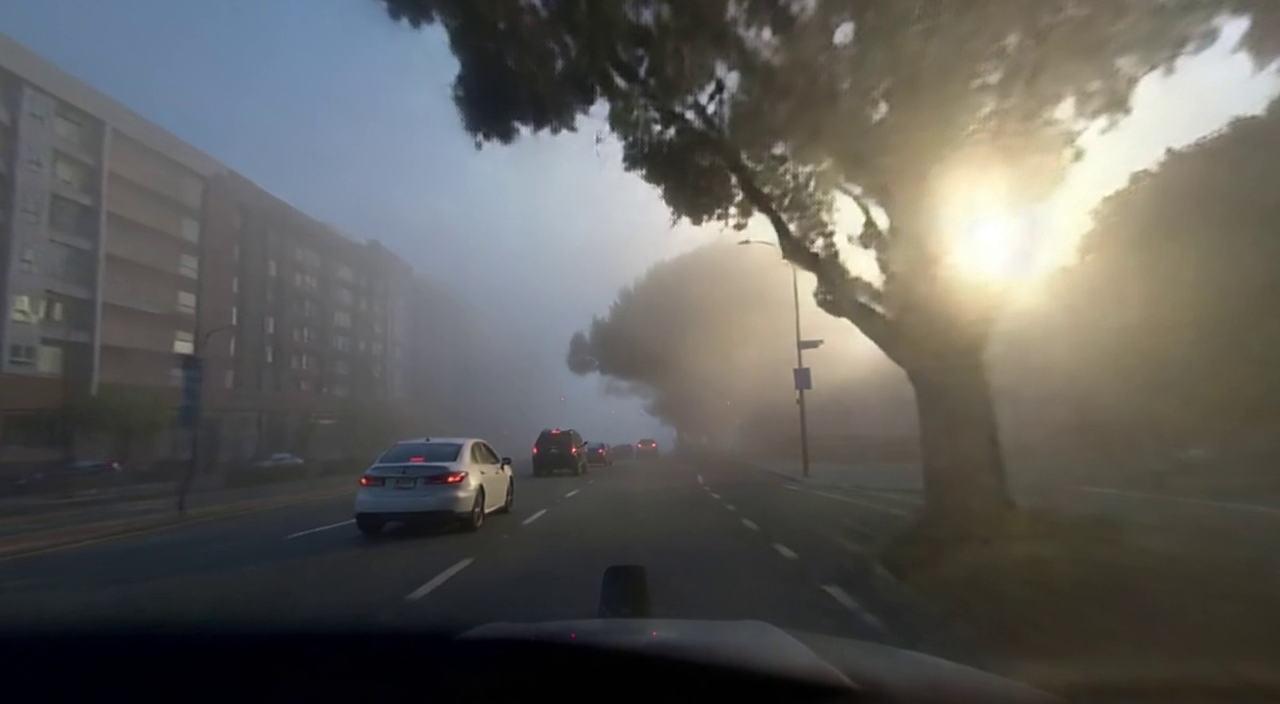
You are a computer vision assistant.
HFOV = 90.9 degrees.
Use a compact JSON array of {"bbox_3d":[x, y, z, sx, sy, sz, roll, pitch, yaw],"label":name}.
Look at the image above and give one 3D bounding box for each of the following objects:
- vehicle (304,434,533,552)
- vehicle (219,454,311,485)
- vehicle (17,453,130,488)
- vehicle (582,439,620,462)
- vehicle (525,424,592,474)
[{"bbox_3d":[-3.031,2.023,9.769,1.959,1.406,4.272,0,-9,1],"label":"vehicle"},{"bbox_3d":[-19.676,6.153,33.356,1.878,1.472,4.736,0,-9,1],"label":"vehicle"},{"bbox_3d":[-28.704,5.995,32.115,1.859,1.614,4.102,0,-9,1],"label":"vehicle"},{"bbox_3d":[-2.600,6.727,43.105,2.246,1.481,4.146,0,-9,1],"label":"vehicle"},{"bbox_3d":[-3.408,4.193,27.300,2.152,1.987,4.527,0,-9,1],"label":"vehicle"}]
